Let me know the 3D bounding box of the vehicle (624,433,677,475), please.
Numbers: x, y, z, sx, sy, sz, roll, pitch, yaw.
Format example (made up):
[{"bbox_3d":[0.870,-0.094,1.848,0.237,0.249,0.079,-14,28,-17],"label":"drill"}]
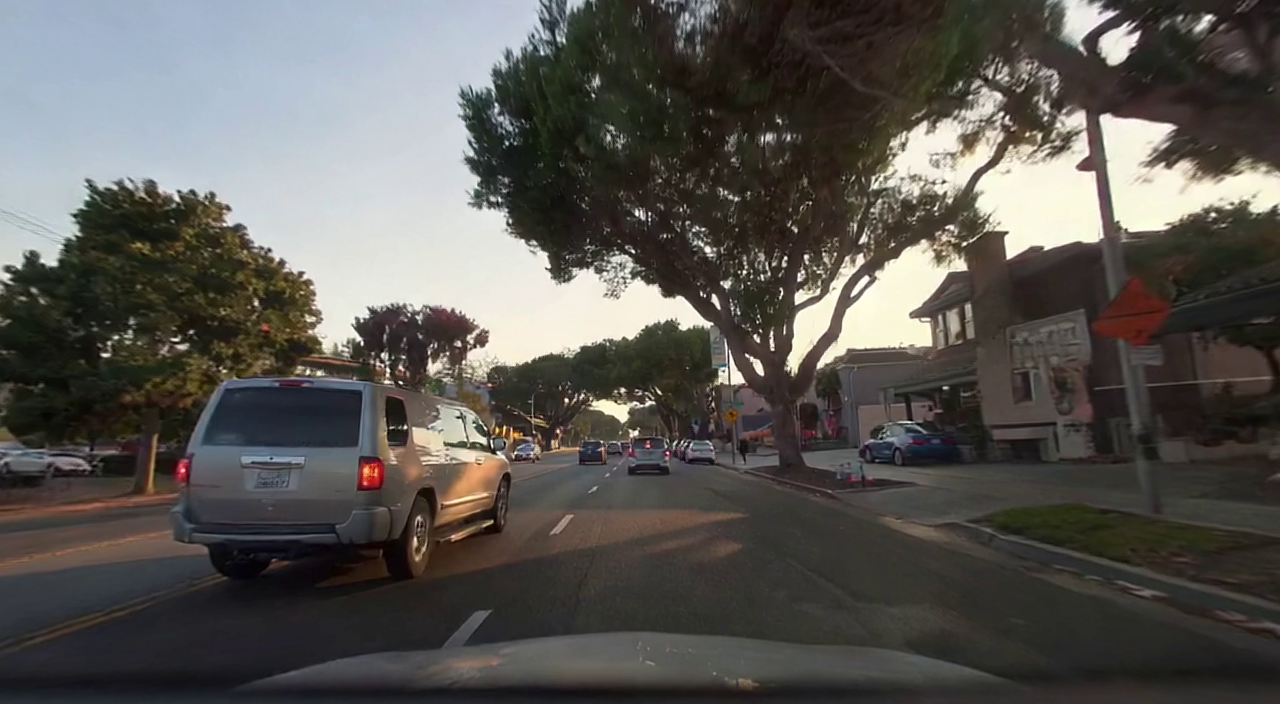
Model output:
[{"bbox_3d":[0.419,4.434,27.640,2.126,1.657,4.132,0,-9,0],"label":"vehicle"}]

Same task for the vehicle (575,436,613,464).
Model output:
[{"bbox_3d":[-2.828,6.174,39.790,2.028,1.689,4.162,0,-9,1],"label":"vehicle"}]

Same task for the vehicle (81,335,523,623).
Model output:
[{"bbox_3d":[-2.954,1.299,7.280,2.213,2.123,5.124,0,-9,0],"label":"vehicle"}]

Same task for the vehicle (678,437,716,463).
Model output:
[{"bbox_3d":[3.774,6.598,42.701,1.947,1.646,4.782,0,-9,-2],"label":"vehicle"}]
